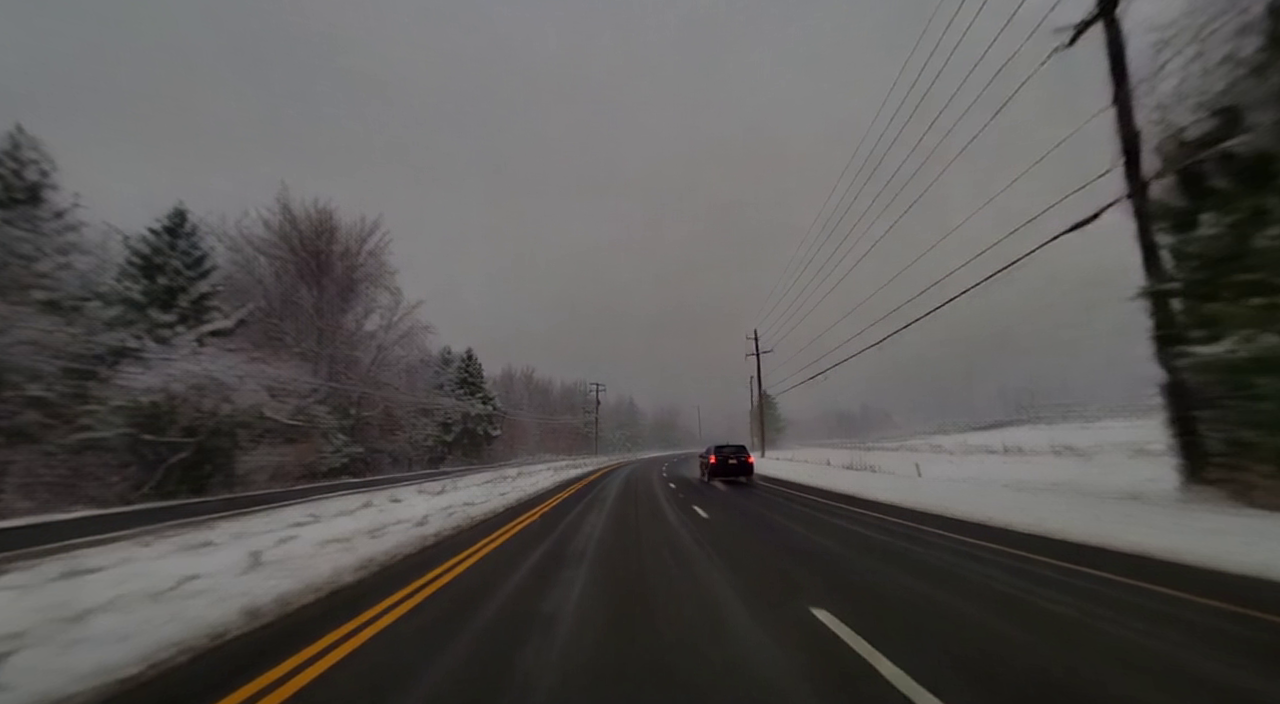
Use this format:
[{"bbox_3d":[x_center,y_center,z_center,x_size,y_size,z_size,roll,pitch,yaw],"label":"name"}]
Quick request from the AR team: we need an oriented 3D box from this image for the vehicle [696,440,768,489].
[{"bbox_3d":[3.436,4.303,24.446,2.135,1.692,4.185,0,-9,0],"label":"vehicle"}]
